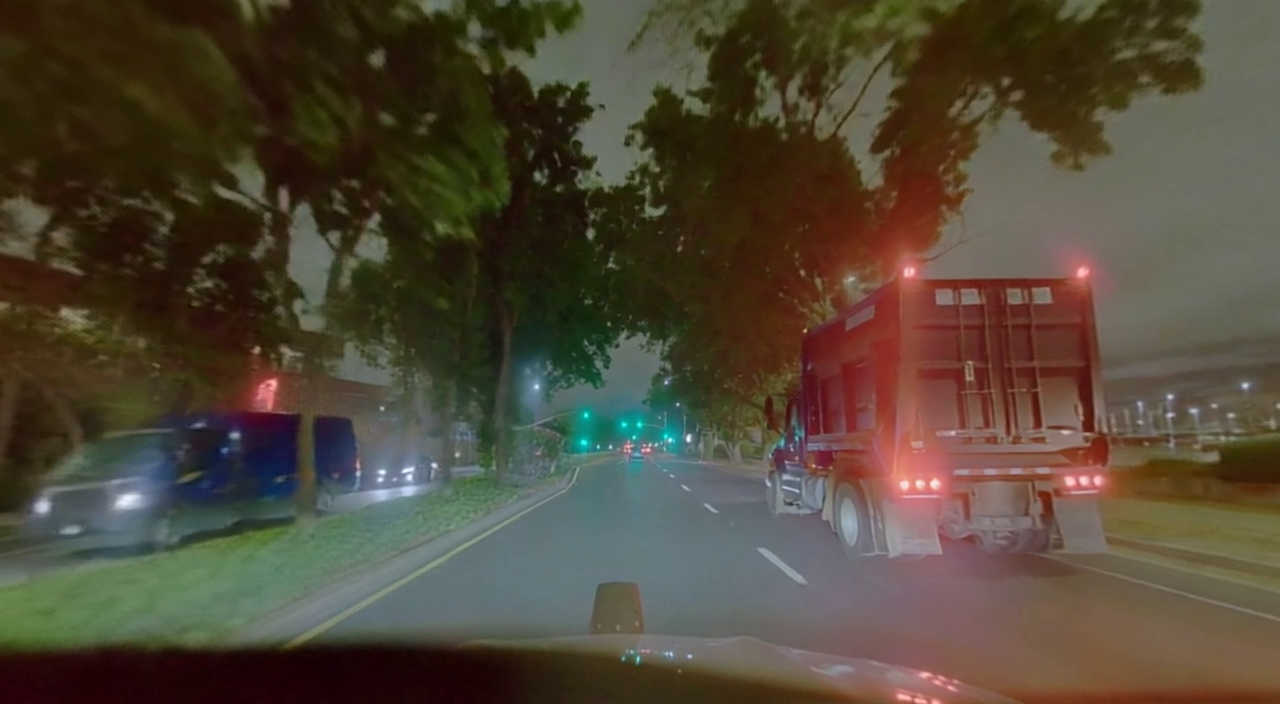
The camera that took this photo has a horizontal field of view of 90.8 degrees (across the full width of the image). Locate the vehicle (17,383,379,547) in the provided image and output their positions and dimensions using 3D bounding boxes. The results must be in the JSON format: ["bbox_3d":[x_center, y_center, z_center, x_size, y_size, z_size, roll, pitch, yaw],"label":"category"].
[{"bbox_3d":[-10.258,2.829,16.649,3.257,3.085,9.164,0,-9,-3],"label":"vehicle"}]

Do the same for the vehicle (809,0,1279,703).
[{"bbox_3d":[3.976,0.243,4.187,2.731,3.407,10.262,0,-9,-1],"label":"vehicle"}]

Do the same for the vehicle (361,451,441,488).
[{"bbox_3d":[-13.830,6.791,37.022,2.290,1.943,5.833,-1,-9,1],"label":"vehicle"}]
